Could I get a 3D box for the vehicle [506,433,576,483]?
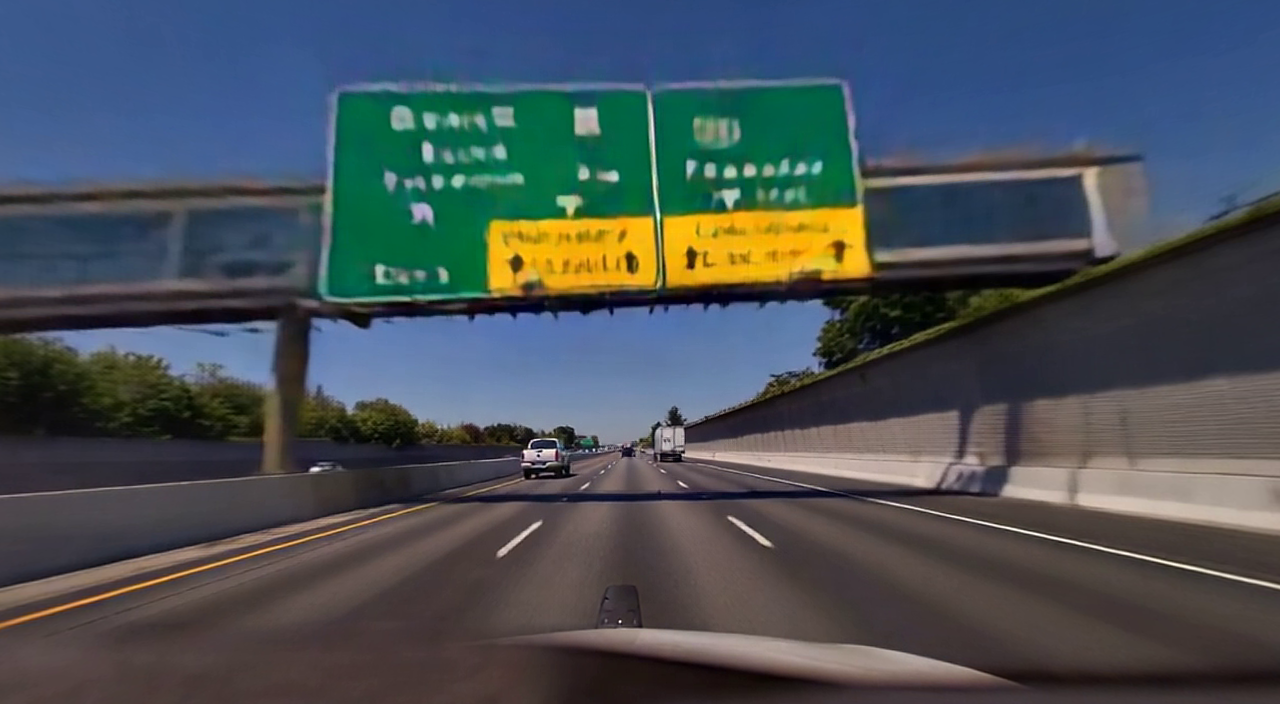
[{"bbox_3d":[-4.028,4.437,26.438,2.173,1.857,4.800,0,-9,0],"label":"vehicle"}]
